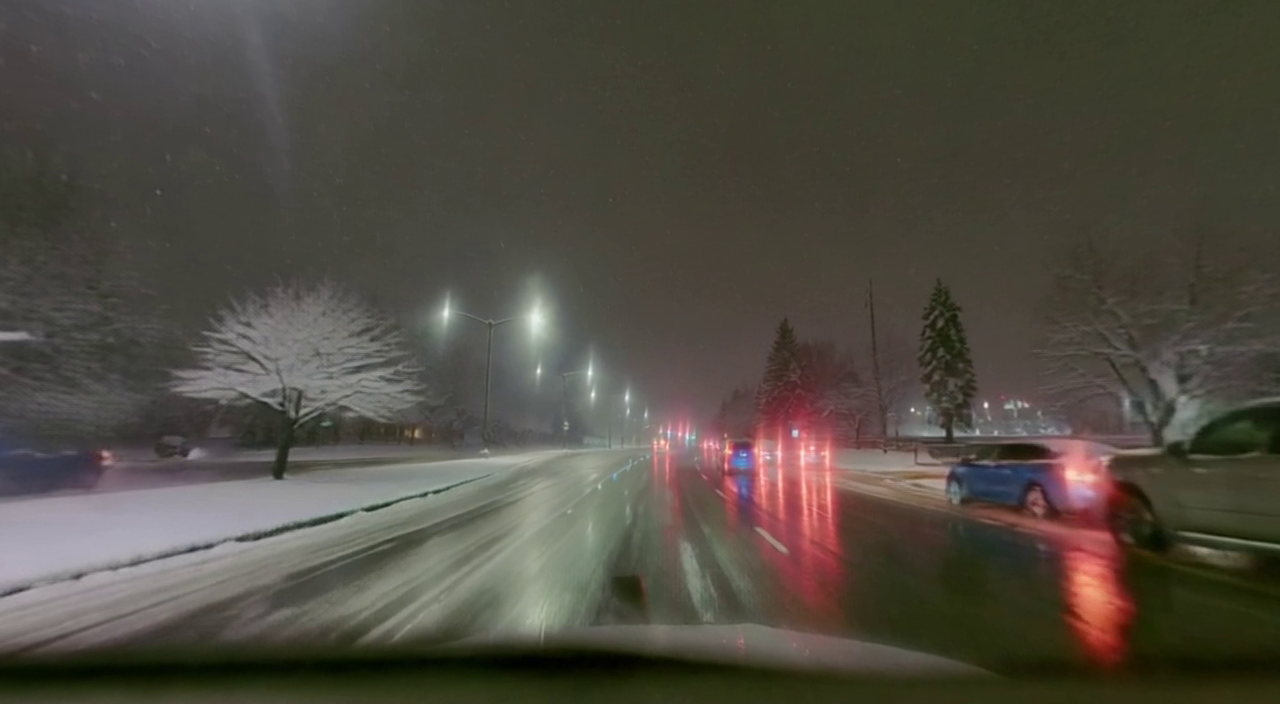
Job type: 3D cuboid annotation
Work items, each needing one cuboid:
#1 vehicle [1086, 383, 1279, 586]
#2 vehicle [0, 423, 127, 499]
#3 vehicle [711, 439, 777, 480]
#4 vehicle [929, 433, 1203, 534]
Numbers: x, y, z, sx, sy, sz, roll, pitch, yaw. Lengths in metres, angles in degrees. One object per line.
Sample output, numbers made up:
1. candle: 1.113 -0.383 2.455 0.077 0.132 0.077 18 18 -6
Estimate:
1. vehicle: 7.581 1.228 5.688 2.410 1.997 6.477 0 -8 0
2. vehicle: -14.020 2.386 13.892 1.862 1.551 4.265 0 -8 -1
3. vehicle: 4.120 4.318 25.730 1.981 1.499 4.536 0 -8 1
4. vehicle: 7.919 2.455 12.479 2.074 1.584 4.658 0 -8 -2
